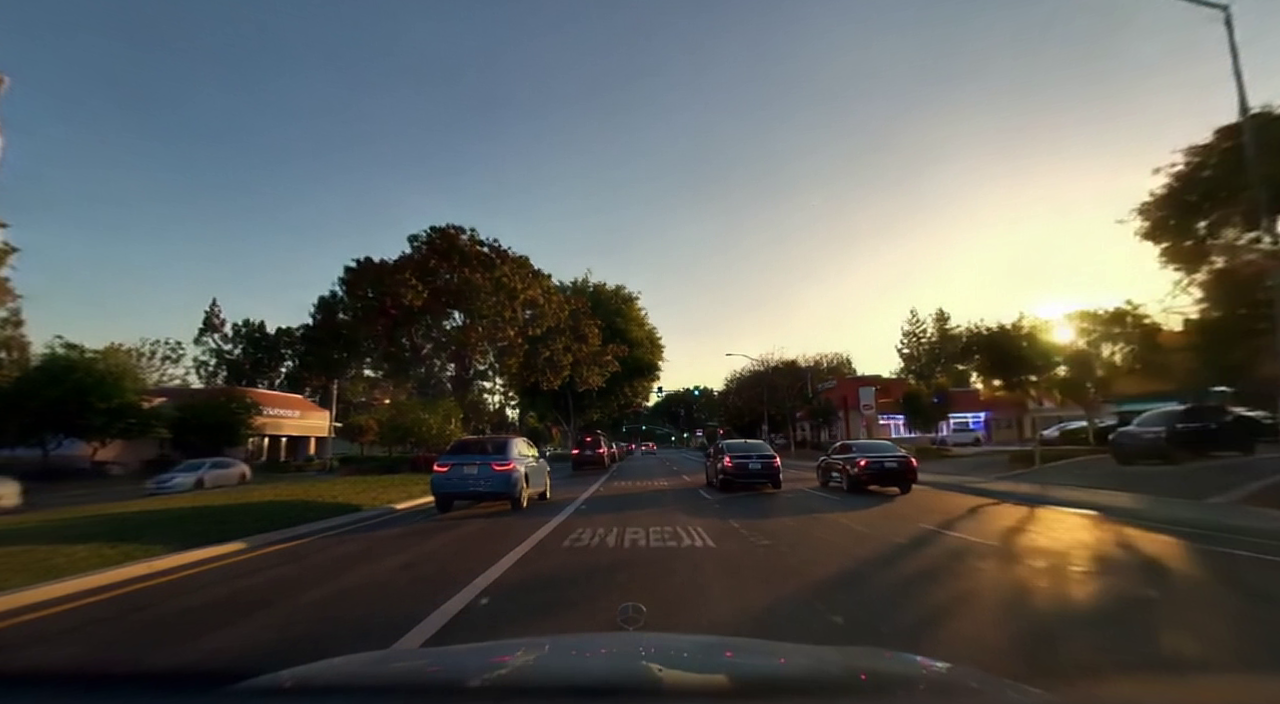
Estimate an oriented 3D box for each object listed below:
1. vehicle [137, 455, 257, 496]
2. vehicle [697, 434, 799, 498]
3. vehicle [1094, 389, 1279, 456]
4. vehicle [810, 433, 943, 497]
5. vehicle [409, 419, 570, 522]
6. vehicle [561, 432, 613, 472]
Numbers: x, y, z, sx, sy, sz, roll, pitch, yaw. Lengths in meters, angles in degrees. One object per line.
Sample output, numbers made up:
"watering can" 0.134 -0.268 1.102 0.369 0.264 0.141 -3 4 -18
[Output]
"vehicle" -17.837 4.975 25.680 1.749 1.454 4.318 0 -9 0
"vehicle" 2.803 3.069 17.365 2.004 1.512 4.206 0 -9 0
"vehicle" 16.619 2.172 18.903 4.953 1.804 2.337 3 -9 -21
"vehicle" 6.372 3.104 17.673 1.881 1.540 4.750 0 -9 0
"vehicle" -2.813 2.353 12.972 2.141 1.719 4.379 -1 -9 1
"vehicle" -2.509 4.899 31.045 2.117 1.799 4.442 0 -9 1
